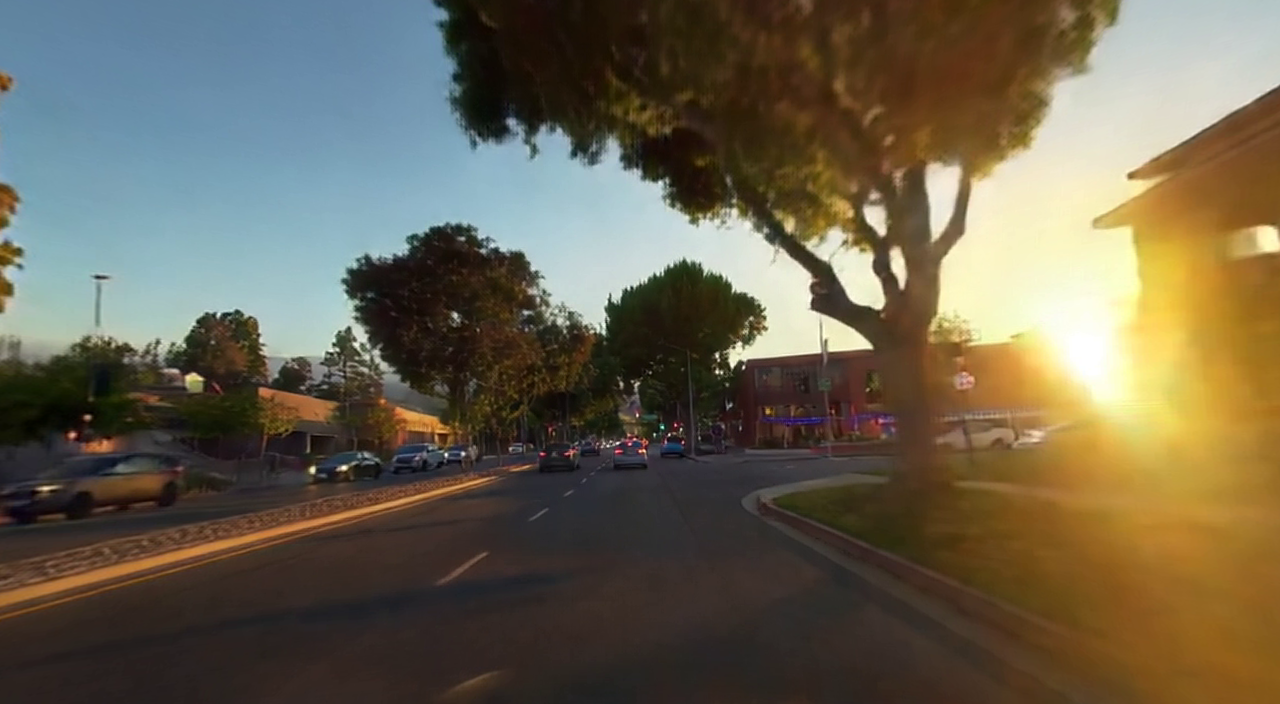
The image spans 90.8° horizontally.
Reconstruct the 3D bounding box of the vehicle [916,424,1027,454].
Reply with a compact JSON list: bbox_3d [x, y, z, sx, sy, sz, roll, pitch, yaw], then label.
[{"bbox_3d":[17.165,4.538,32.896,4.517,1.455,2.233,-1,-8,3],"label":"vehicle"}]

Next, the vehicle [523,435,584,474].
[{"bbox_3d":[-3.575,4.319,26.821,1.921,1.477,4.083,0,-8,1],"label":"vehicle"}]

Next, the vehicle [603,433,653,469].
[{"bbox_3d":[-0.537,4.468,28.620,2.085,1.475,3.976,0,-8,-1],"label":"vehicle"}]

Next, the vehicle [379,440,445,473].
[{"bbox_3d":[-12.602,5.809,35.261,1.986,1.712,4.399,0,-8,1],"label":"vehicle"}]

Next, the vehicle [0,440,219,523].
[{"bbox_3d":[-13.190,3.113,15.827,1.999,1.755,4.518,-1,-8,2],"label":"vehicle"}]

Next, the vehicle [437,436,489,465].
[{"bbox_3d":[-12.375,6.919,44.501,2.260,1.921,4.902,0,-8,0],"label":"vehicle"}]

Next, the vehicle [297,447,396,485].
[{"bbox_3d":[-12.587,4.883,27.469,1.909,1.462,4.608,-1,-8,3],"label":"vehicle"}]
